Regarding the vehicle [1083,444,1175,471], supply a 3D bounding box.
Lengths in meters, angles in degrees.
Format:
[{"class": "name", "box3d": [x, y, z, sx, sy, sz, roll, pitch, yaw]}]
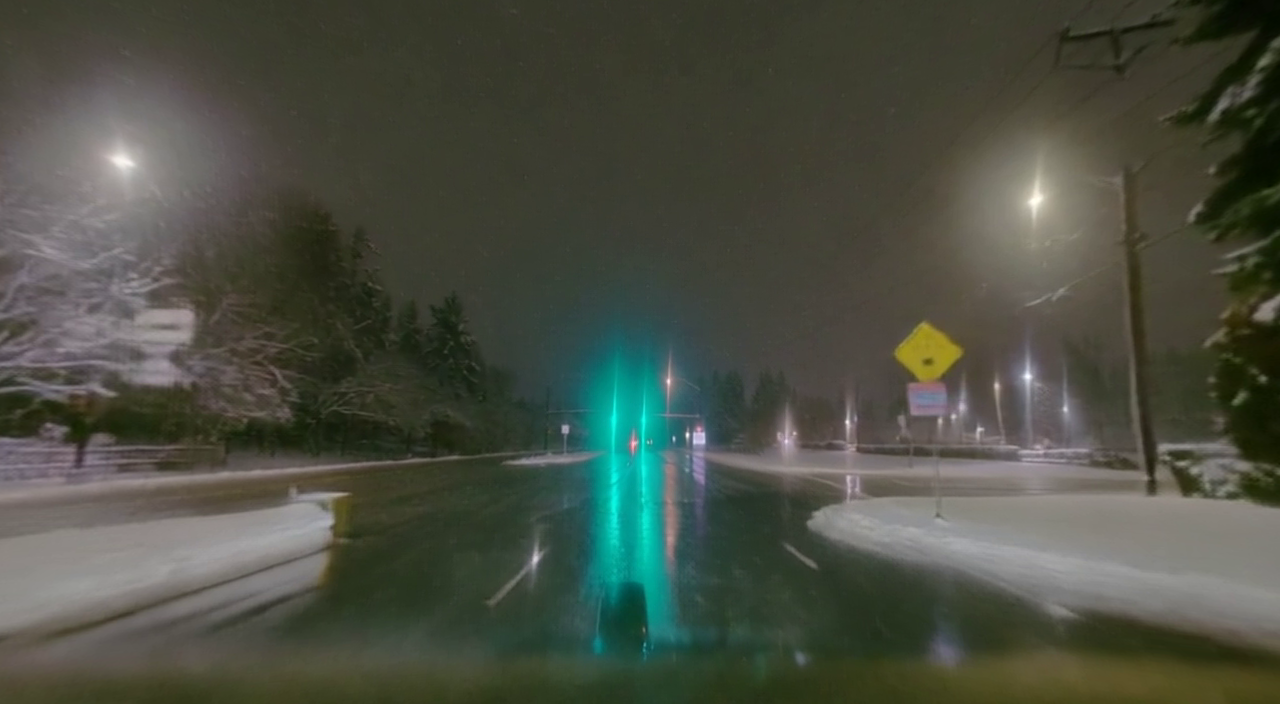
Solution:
[{"class": "vehicle", "box3d": [28.366, 6.098, 36.759, 1.783, 1.461, 4.311, 0, -8, -2]}]
